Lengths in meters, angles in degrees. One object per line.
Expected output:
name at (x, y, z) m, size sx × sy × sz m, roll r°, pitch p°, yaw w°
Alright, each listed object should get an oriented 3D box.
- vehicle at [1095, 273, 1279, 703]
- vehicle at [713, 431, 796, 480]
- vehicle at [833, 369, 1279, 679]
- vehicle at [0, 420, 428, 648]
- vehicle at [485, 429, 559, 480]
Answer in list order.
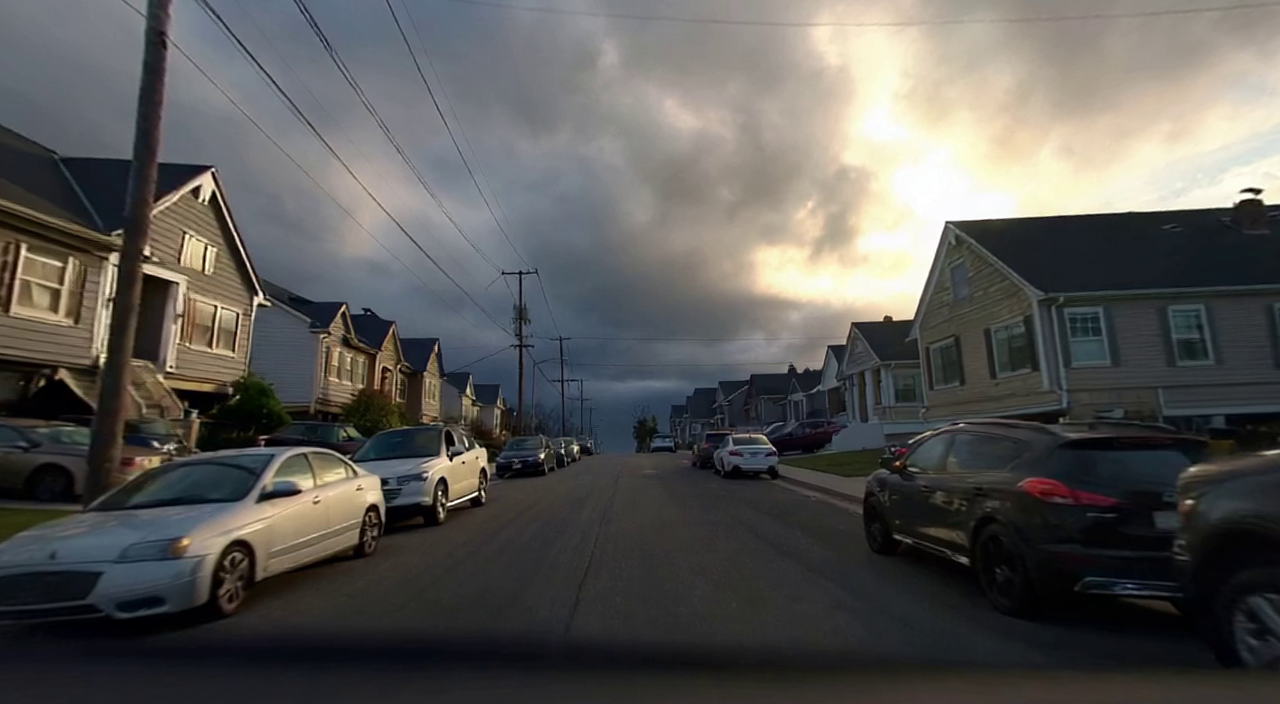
vehicle at (3.699, 0.411, 0.730) m, size 2.066 × 1.990 × 5.511 m, roll 0°, pitch -8°, yaw -2°
vehicle at (3.601, 3.370, 20.754) m, size 2.083 × 1.407 × 4.506 m, roll 0°, pitch -8°, yaw 3°
vehicle at (3.702, 1.322, 6.042) m, size 2.025 × 1.741 × 4.748 m, roll 0°, pitch -8°, yaw -2°
vehicle at (-3.829, 1.515, 6.498) m, size 2.024 × 1.460 × 4.600 m, roll 0°, pitch -8°, yaw -4°
vehicle at (-4.382, 3.970, 24.219) m, size 2.031 × 1.708 × 4.746 m, roll -2°, pitch -10°, yaw -1°
